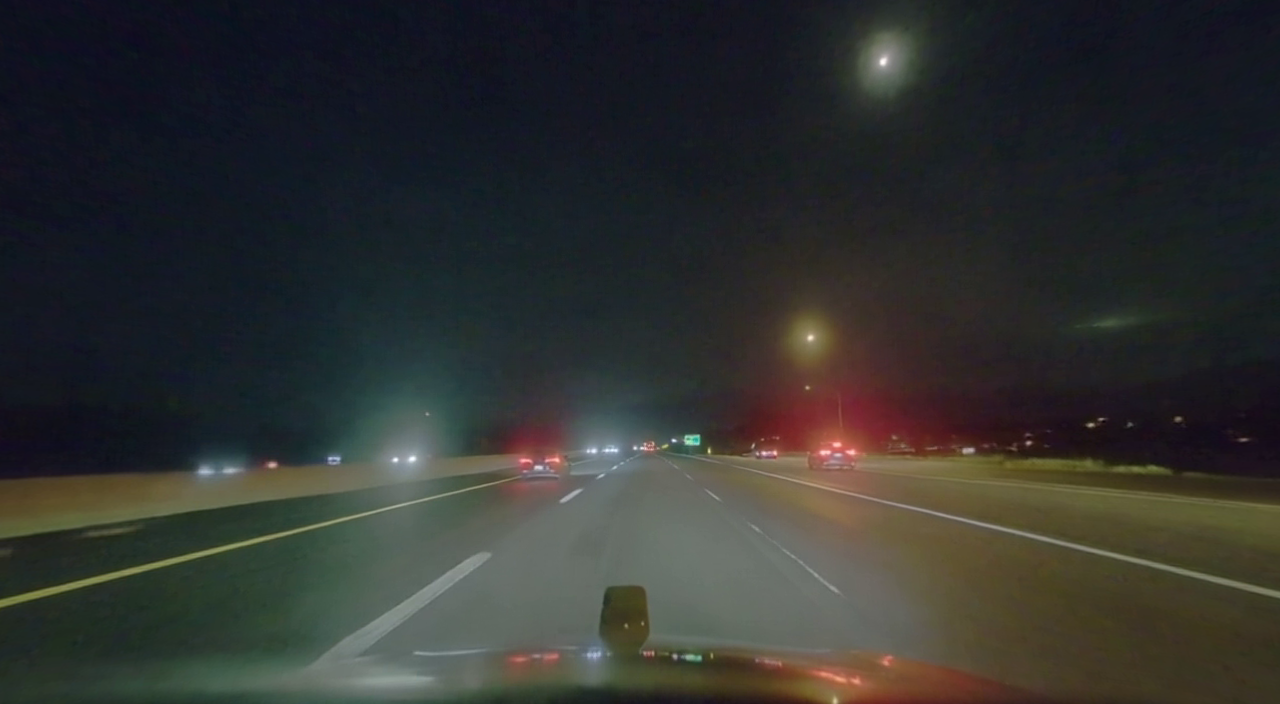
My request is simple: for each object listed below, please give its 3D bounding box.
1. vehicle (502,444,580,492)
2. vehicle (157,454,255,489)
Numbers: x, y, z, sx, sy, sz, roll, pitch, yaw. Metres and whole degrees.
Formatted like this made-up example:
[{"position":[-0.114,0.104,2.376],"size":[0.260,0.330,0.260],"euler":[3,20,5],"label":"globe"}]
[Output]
[{"position":[-3.302,3.936,21.785],"size":[1.968,1.504,3.892],"euler":[0,-8,1],"label":"vehicle"},{"position":[-20.249,5.564,29.603],"size":[1.755,1.449,4.009],"euler":[0,-8,0],"label":"vehicle"}]
